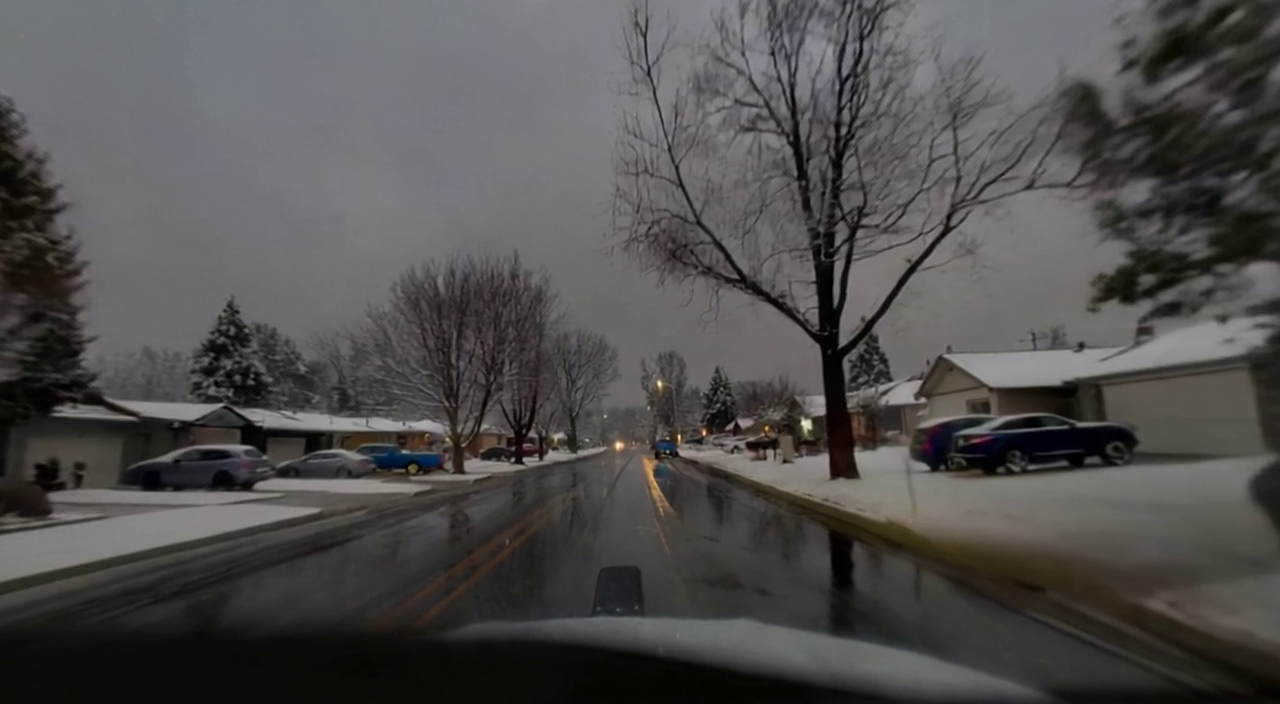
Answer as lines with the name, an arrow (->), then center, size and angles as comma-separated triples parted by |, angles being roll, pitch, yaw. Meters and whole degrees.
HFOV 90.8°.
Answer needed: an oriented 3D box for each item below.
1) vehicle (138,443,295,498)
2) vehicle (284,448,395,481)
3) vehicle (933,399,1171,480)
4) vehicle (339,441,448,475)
vehicle -> -13.891, 3.872, 21.042 | 1.982, 1.596, 3.988 | -2, -9, 12
vehicle -> -14.243, 5.334, 30.144 | 4.285, 1.483, 1.954 | 0, -9, 0
vehicle -> 10.636, 2.329, 16.690 | 4.582, 1.680, 2.223 | -4, -9, 3
vehicle -> -13.993, 6.036, 36.065 | 5.286, 1.847, 2.166 | 0, -9, 1
